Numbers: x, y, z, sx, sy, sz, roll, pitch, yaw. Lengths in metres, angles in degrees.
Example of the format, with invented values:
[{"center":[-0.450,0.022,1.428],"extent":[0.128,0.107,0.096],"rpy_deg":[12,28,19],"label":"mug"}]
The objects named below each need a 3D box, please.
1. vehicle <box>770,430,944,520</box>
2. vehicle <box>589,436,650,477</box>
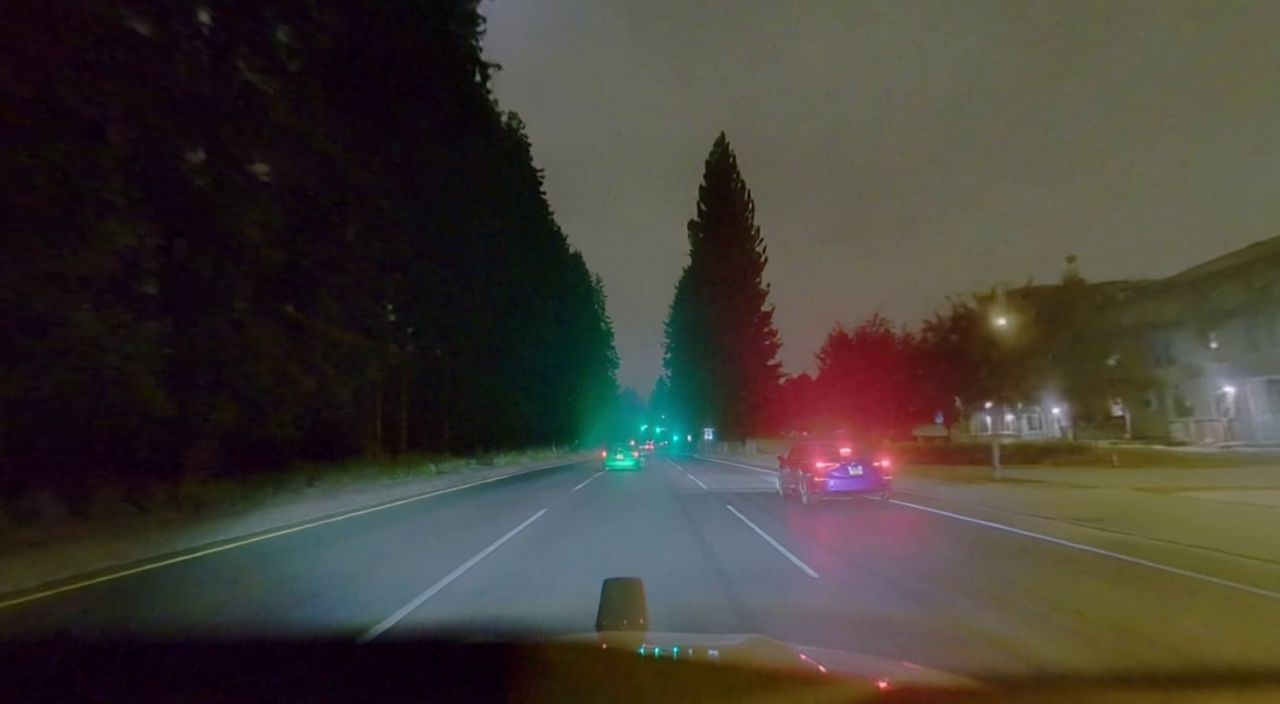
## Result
[{"center":[4.151,2.392,12.989],"extent":[1.943,1.471,4.515],"rpy_deg":[-1,-8,0],"label":"vehicle"},{"center":[-0.779,4.372,26.854],"extent":[2.206,1.525,4.695],"rpy_deg":[-1,-8,2],"label":"vehicle"}]
